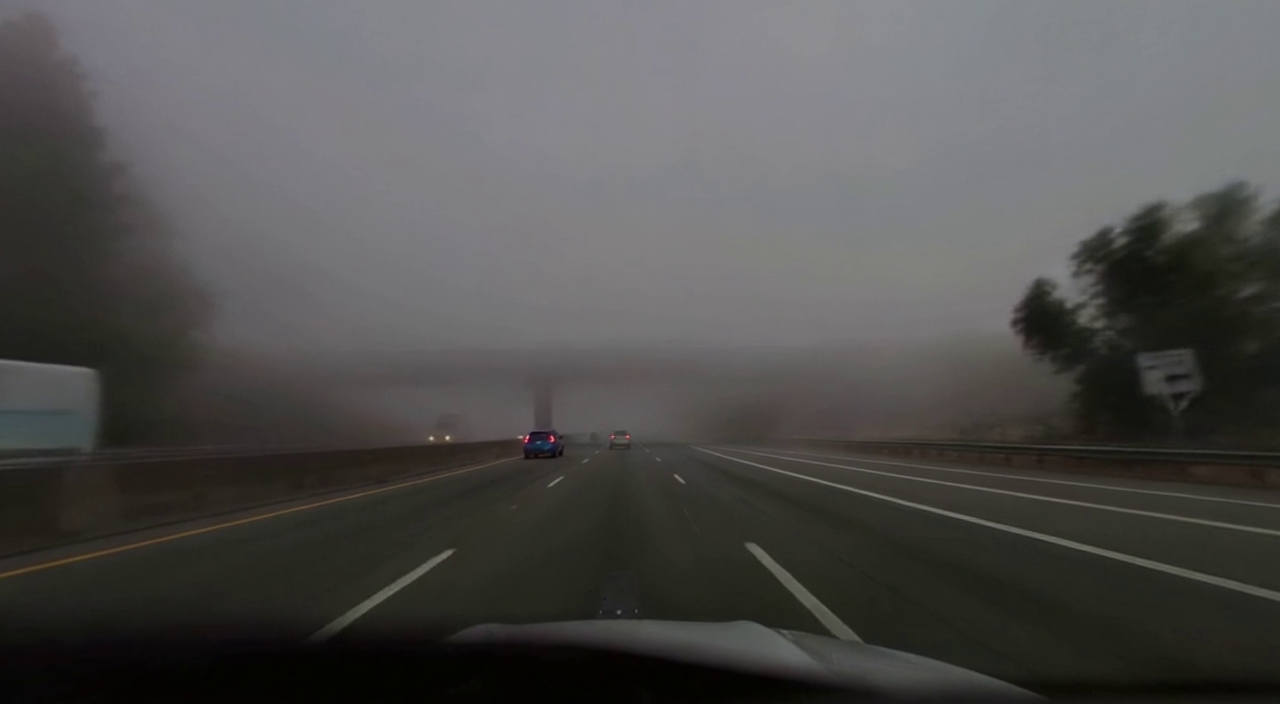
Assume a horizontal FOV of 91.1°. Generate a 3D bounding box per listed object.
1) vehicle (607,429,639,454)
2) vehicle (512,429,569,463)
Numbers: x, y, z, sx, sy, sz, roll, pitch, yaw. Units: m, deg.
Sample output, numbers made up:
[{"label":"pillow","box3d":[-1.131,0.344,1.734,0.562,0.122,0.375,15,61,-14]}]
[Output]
[{"label":"vehicle","box3d":[-1.120,6.123,43.253,2.116,1.625,4.004,0,-8,0]},{"label":"vehicle","box3d":[-4.798,4.606,30.961,2.017,1.537,4.496,0,-8,0]}]
